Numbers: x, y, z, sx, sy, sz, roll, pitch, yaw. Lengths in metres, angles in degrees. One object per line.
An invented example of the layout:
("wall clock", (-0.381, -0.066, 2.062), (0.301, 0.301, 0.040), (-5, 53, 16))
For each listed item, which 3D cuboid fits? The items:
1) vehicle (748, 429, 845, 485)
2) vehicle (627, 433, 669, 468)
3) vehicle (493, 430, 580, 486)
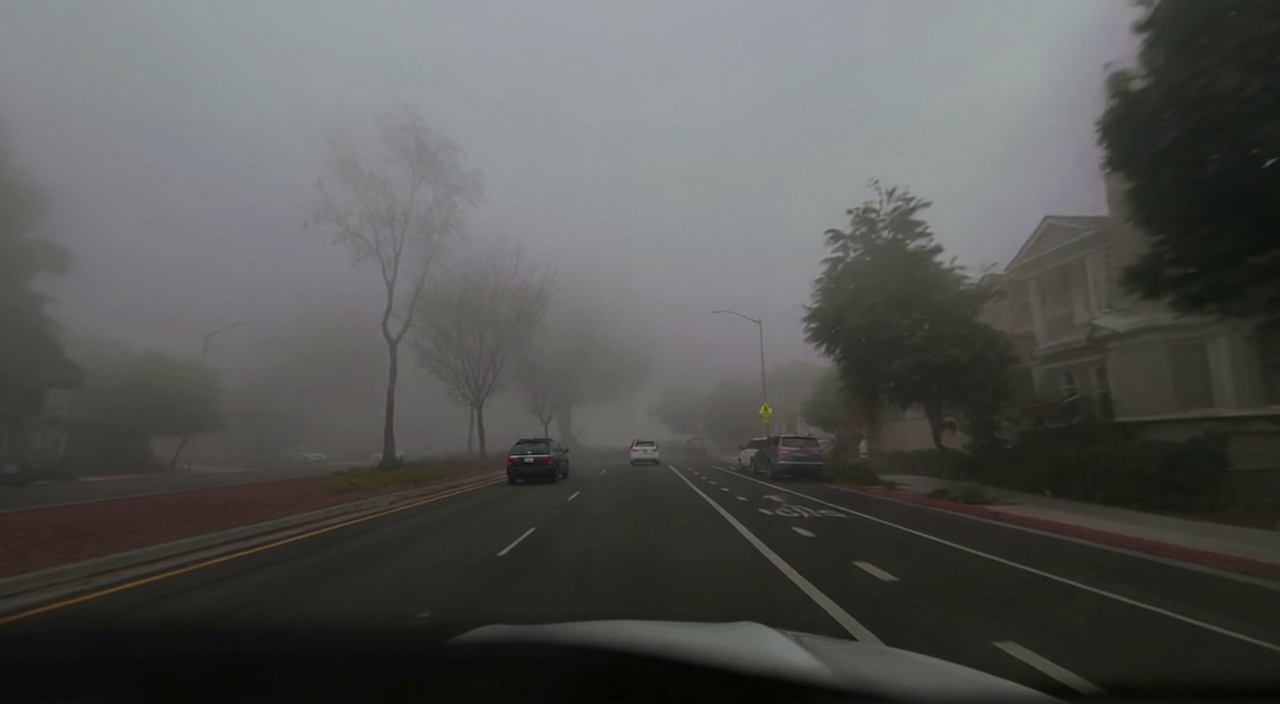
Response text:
("vehicle", (5.773, 3.988, 24.216), (2.217, 1.874, 5.660), (0, -9, 0))
("vehicle", (0.452, 5.699, 36.719), (2.273, 1.851, 5.075), (0, -9, 0))
("vehicle", (-3.538, 3.755, 22.547), (2.233, 1.775, 4.491), (0, -9, 1))
